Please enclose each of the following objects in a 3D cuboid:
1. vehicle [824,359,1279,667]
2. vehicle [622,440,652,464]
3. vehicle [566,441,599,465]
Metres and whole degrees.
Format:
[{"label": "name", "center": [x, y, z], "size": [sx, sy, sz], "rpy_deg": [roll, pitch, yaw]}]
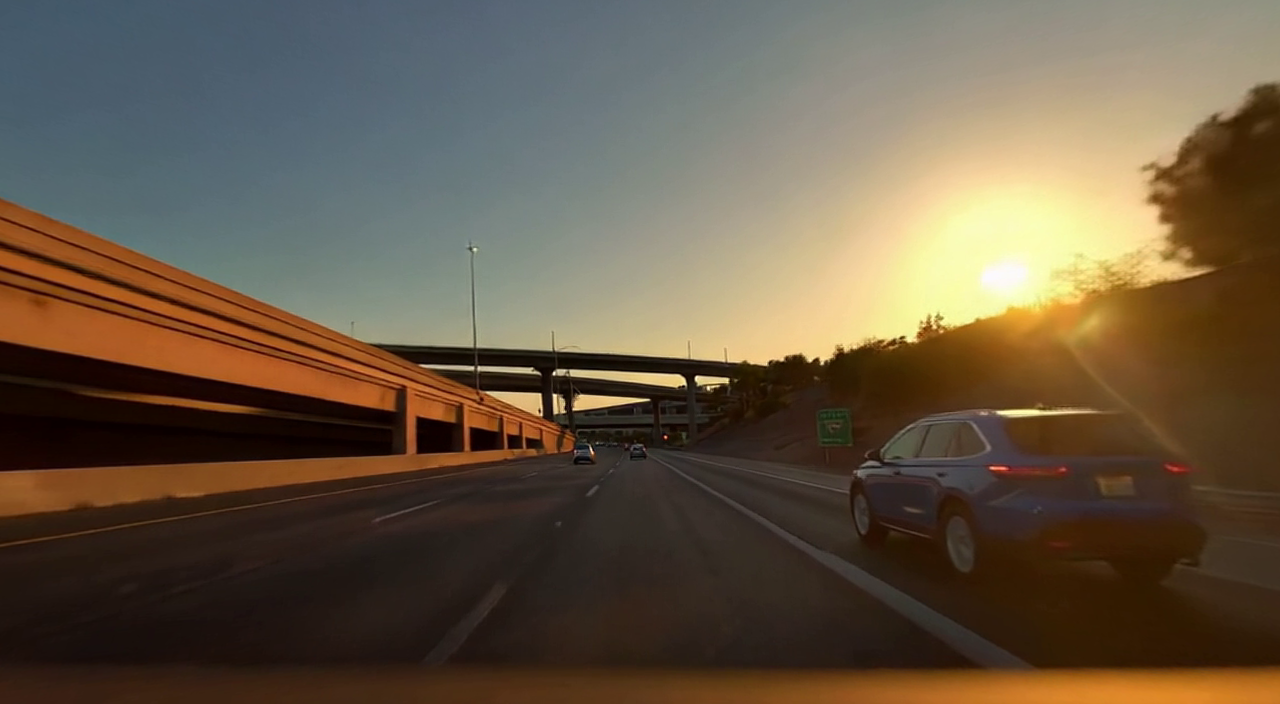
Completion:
[{"label": "vehicle", "center": [3.736, 1.306, 6.261], "size": [2.288, 1.841, 4.779], "rpy_deg": [0, -8, -1]}, {"label": "vehicle", "center": [-0.246, 7.399, 46.802], "size": [2.132, 1.657, 3.967], "rpy_deg": [0, -8, -1]}, {"label": "vehicle", "center": [-4.097, 7.254, 45.620], "size": [2.000, 1.646, 4.201], "rpy_deg": [0, -8, -1]}]
